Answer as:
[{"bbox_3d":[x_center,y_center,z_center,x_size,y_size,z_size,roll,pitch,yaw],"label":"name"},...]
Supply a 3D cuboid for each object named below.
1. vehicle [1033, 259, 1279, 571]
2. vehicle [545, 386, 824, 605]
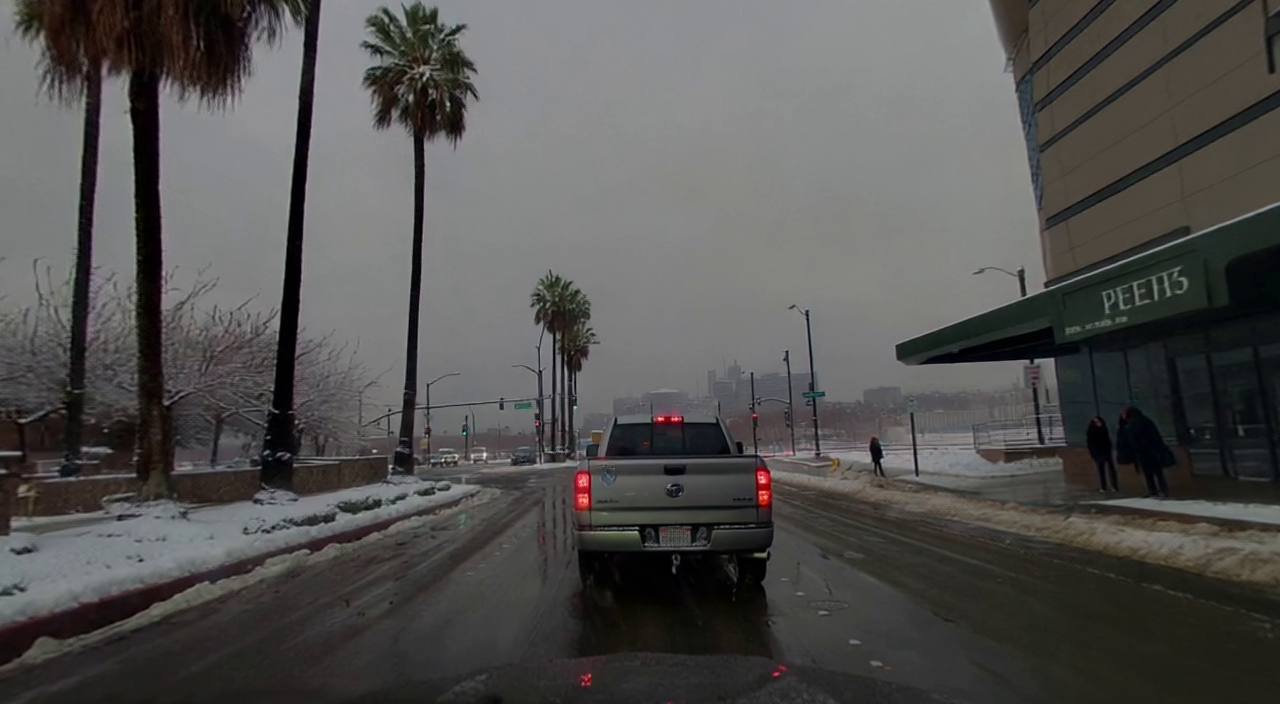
[{"bbox_3d":[7.850,0.851,8.559,2.666,3.345,3.622,-4,-9,7],"label":"vehicle"},{"bbox_3d":[0.415,1.584,7.969,2.311,1.819,5.255,0,-8,1],"label":"vehicle"}]
